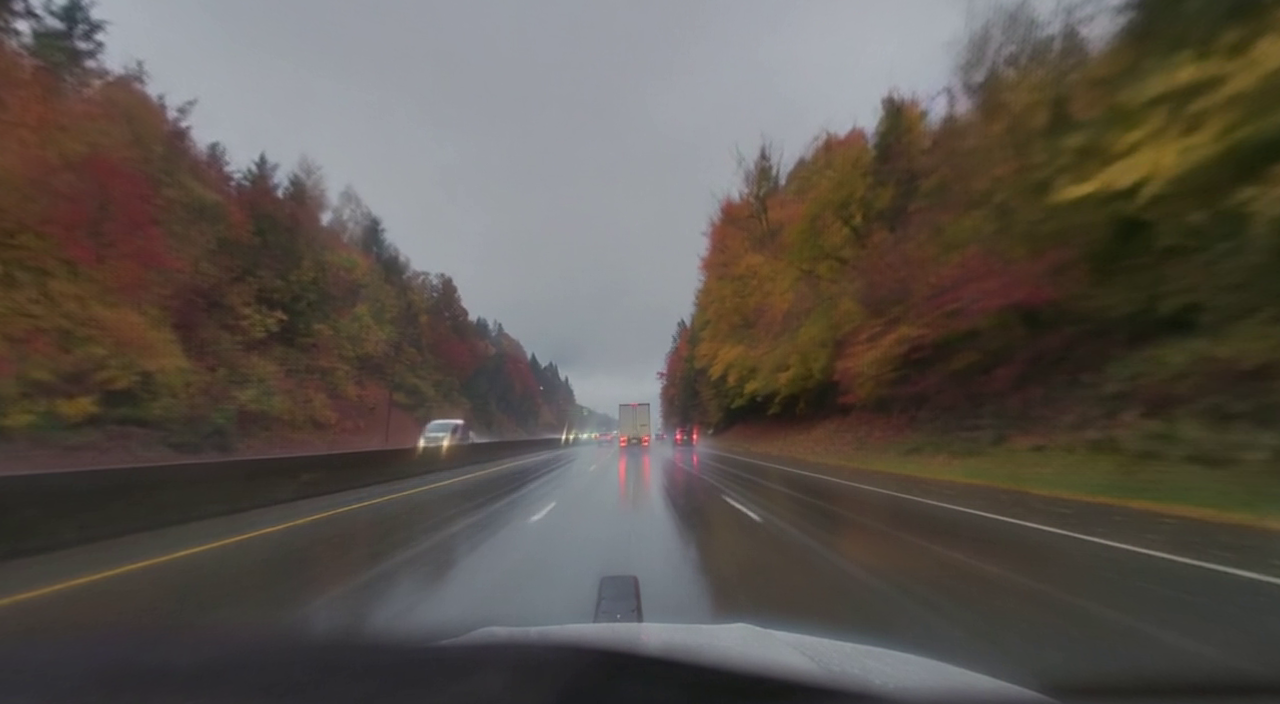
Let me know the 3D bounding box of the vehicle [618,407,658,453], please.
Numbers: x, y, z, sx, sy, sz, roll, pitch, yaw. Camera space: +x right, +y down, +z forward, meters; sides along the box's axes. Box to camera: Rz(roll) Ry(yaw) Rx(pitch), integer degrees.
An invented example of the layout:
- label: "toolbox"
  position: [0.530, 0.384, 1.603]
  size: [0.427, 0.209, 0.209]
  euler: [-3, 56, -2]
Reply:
- label: "vehicle"
  position: [-0.224, 5.573, 44.549]
  size: [2.631, 2.957, 6.512]
  euler: [0, -8, -2]
